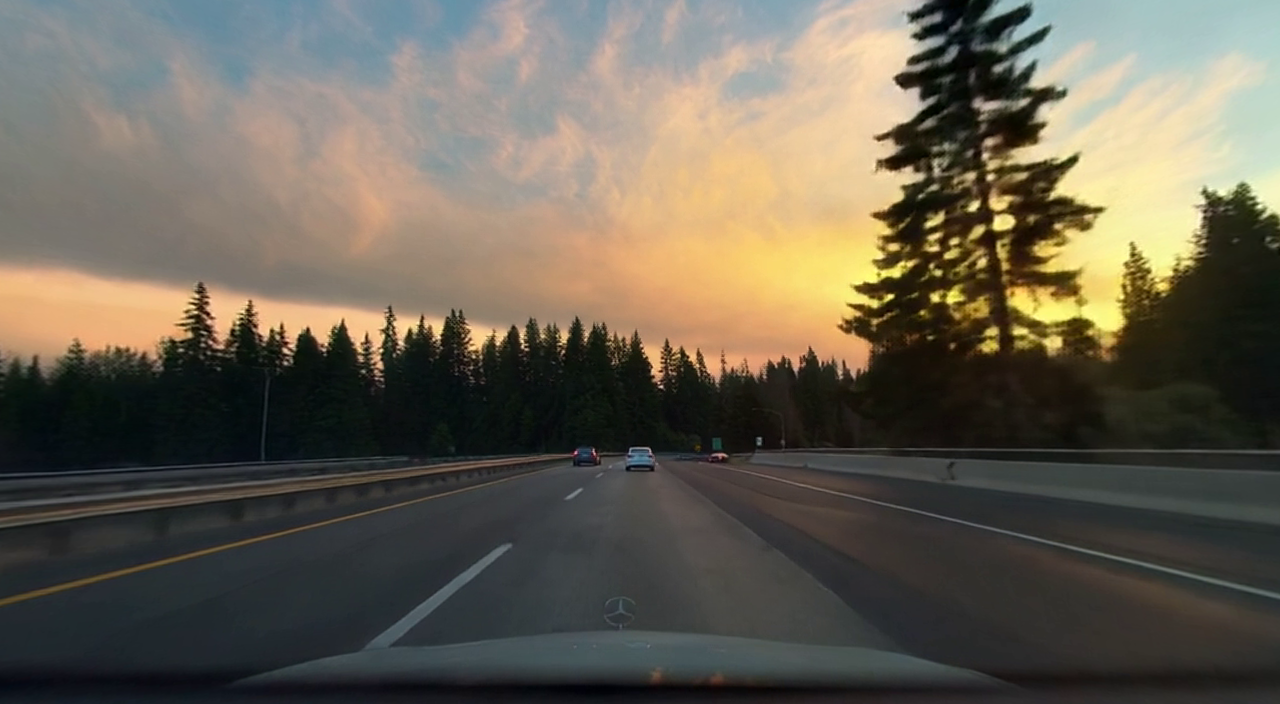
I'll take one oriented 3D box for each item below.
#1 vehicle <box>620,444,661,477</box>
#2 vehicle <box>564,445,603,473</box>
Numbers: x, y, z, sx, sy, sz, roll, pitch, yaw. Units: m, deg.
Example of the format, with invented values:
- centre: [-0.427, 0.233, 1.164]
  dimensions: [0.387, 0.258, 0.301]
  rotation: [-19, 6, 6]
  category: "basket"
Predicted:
- centre: [0.034, 5.968, 34.771]
  dimensions: [2.130, 1.684, 3.826]
  rotation: [0, -9, 0]
  category: "vehicle"
- centre: [-3.804, 7.293, 43.132]
  dimensions: [2.130, 1.741, 4.665]
  rotation: [0, -9, 1]
  category: "vehicle"
